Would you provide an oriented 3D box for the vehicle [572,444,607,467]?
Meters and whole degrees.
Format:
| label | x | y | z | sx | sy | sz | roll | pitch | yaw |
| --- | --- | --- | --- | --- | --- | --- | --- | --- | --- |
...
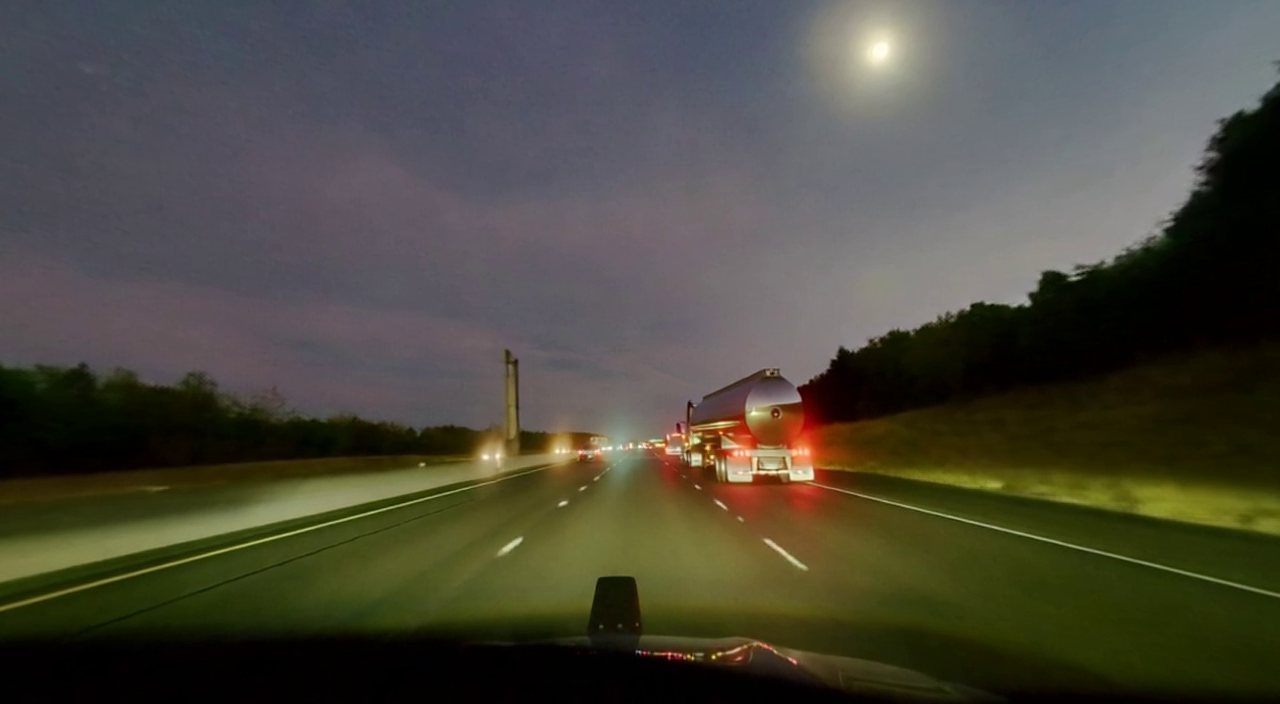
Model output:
| label | x | y | z | sx | sy | sz | roll | pitch | yaw |
| --- | --- | --- | --- | --- | --- | --- | --- | --- | --- |
| vehicle | -3.402 | 6.996 | 42.978 | 1.986 | 1.458 | 4.506 | 0 | -9 | 0 |

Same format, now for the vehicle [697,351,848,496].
| label | x | y | z | sx | sy | sz | roll | pitch | yaw |
| --- | --- | --- | --- | --- | --- | --- | --- | --- | --- |
| vehicle | 3.852 | 2.556 | 21.167 | 2.759 | 3.734 | 9.708 | 0 | -9 | -1 |
